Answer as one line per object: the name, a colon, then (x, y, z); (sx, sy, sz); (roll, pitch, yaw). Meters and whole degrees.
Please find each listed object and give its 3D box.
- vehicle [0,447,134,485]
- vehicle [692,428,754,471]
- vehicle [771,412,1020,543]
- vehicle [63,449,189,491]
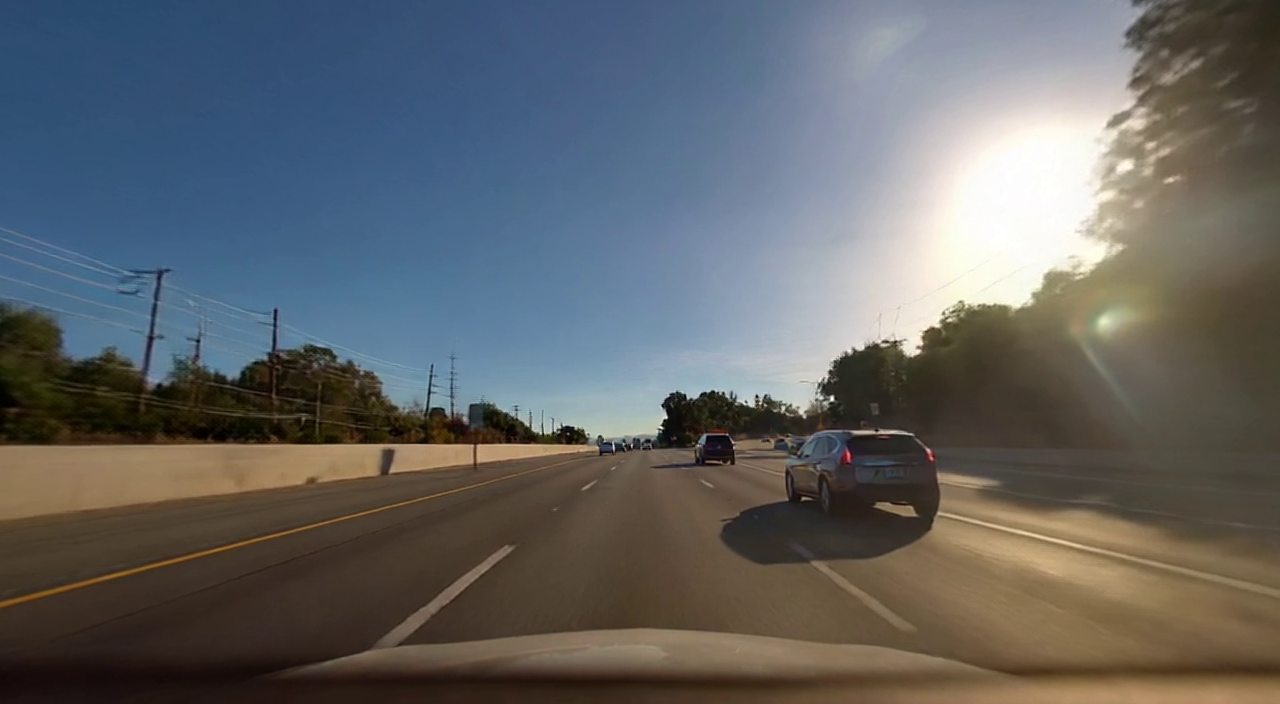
vehicle: (-25.772, 5.079, 28.476); (2.049, 1.494, 4.540); (0, -8, 1)
vehicle: (4.138, 4.987, 32.411); (2.442, 2.022, 5.466); (0, -8, 0)
vehicle: (3.697, 1.906, 10.240); (2.146, 1.639, 4.475); (0, -8, 0)
vehicle: (-18.990, 4.345, 23.508); (1.662, 1.396, 3.501); (0, -8, 1)
